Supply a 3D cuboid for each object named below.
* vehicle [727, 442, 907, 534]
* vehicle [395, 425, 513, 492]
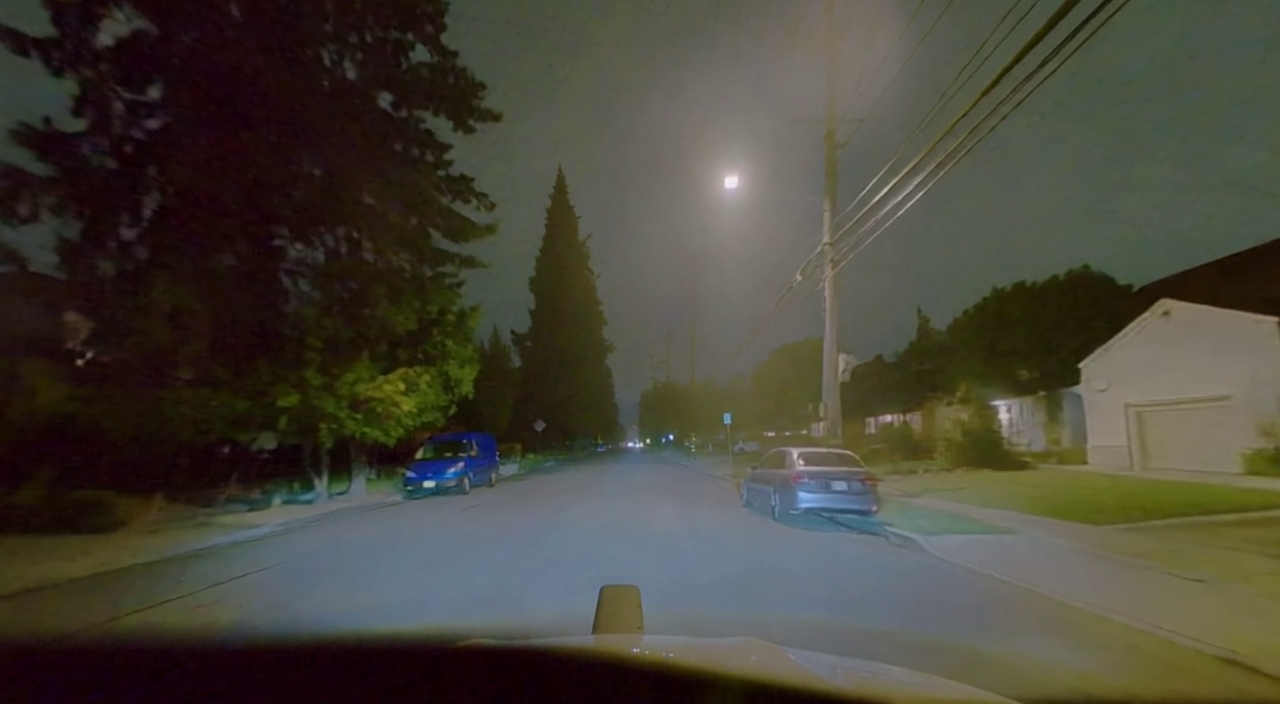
[{"bbox_3d":[3.133,2.498,12.351,1.944,1.439,4.500,1,-8,-4],"label":"vehicle"},{"bbox_3d":[-5.963,3.516,21.075,2.263,1.915,5.071,-1,-9,2],"label":"vehicle"}]
